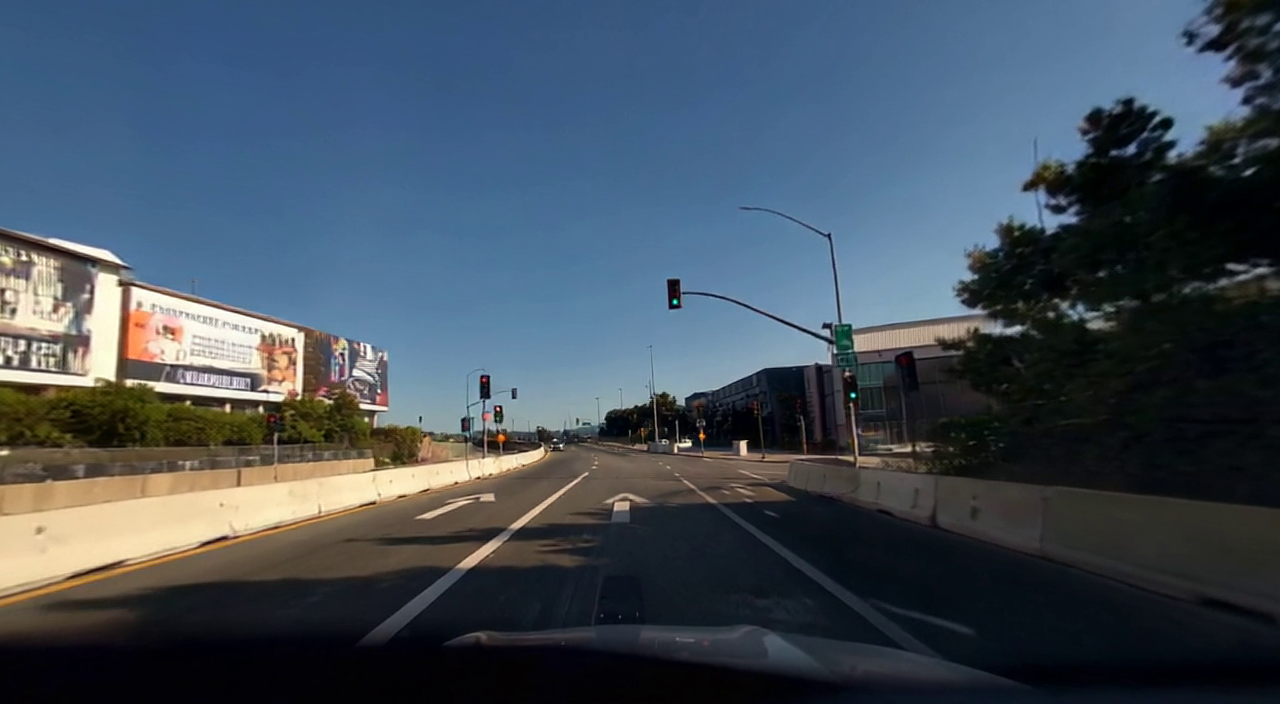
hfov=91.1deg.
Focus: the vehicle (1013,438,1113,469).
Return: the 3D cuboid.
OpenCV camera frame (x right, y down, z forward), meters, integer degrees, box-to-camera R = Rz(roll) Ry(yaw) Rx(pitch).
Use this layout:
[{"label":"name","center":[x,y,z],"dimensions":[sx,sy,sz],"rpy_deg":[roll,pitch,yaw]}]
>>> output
[{"label":"vehicle","center":[22.057,5.286,32.870],"dimensions":[1.717,1.486,3.824],"rpy_deg":[4,-10,-32]}]
